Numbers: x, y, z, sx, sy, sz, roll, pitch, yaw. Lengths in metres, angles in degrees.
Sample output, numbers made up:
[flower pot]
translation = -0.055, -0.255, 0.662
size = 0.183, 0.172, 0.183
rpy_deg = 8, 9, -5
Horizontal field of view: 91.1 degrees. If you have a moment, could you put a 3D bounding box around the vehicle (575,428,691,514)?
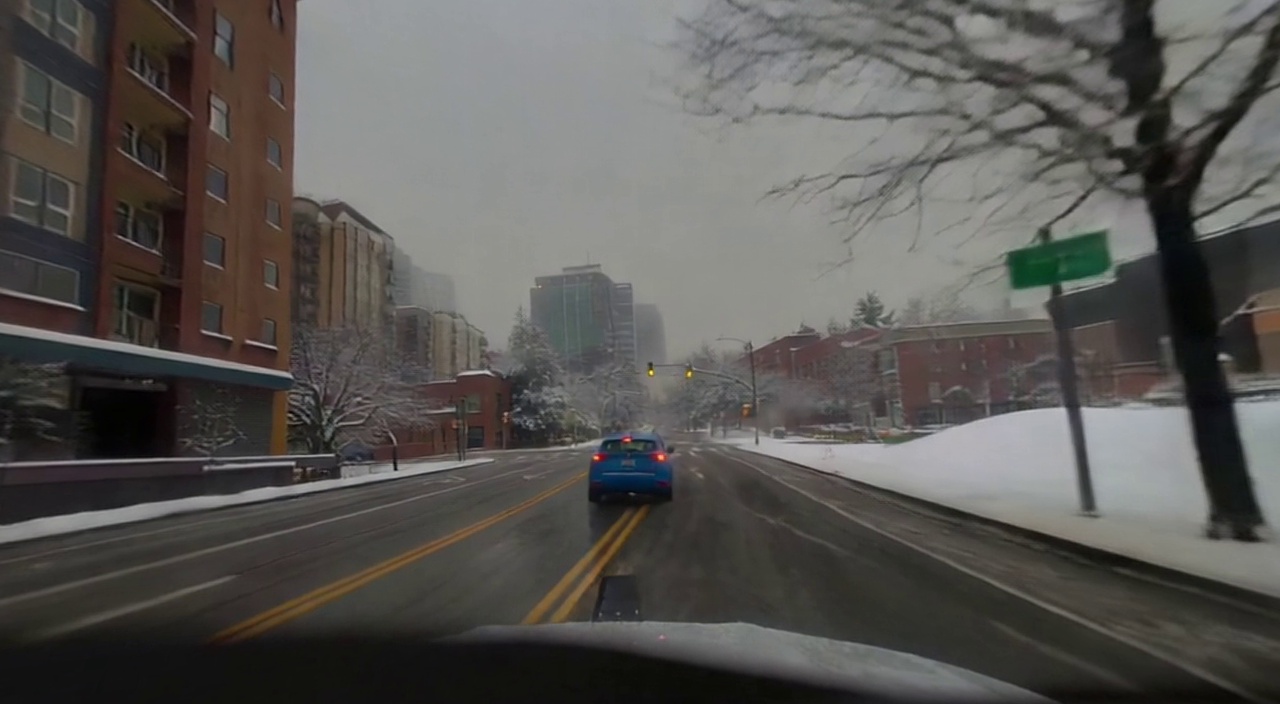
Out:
[vehicle]
translation = -0.181, 2.299, 12.735
size = 1.950, 1.401, 4.159
rpy_deg = 0, -8, -2
